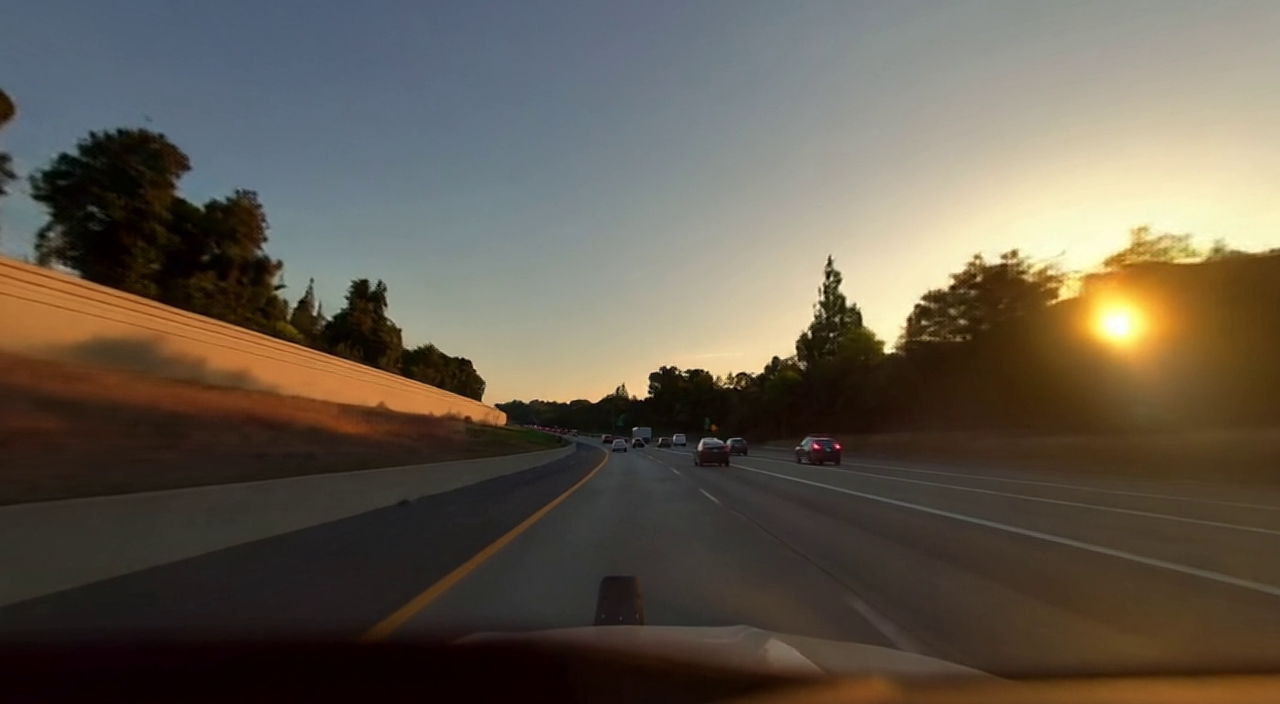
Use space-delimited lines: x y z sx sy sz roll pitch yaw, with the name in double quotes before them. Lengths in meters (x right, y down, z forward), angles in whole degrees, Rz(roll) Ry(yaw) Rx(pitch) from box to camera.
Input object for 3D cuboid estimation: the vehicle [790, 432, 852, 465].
"vehicle" 10.235 5.508 35.993 2.077 1.763 4.472 0 -8 -2
